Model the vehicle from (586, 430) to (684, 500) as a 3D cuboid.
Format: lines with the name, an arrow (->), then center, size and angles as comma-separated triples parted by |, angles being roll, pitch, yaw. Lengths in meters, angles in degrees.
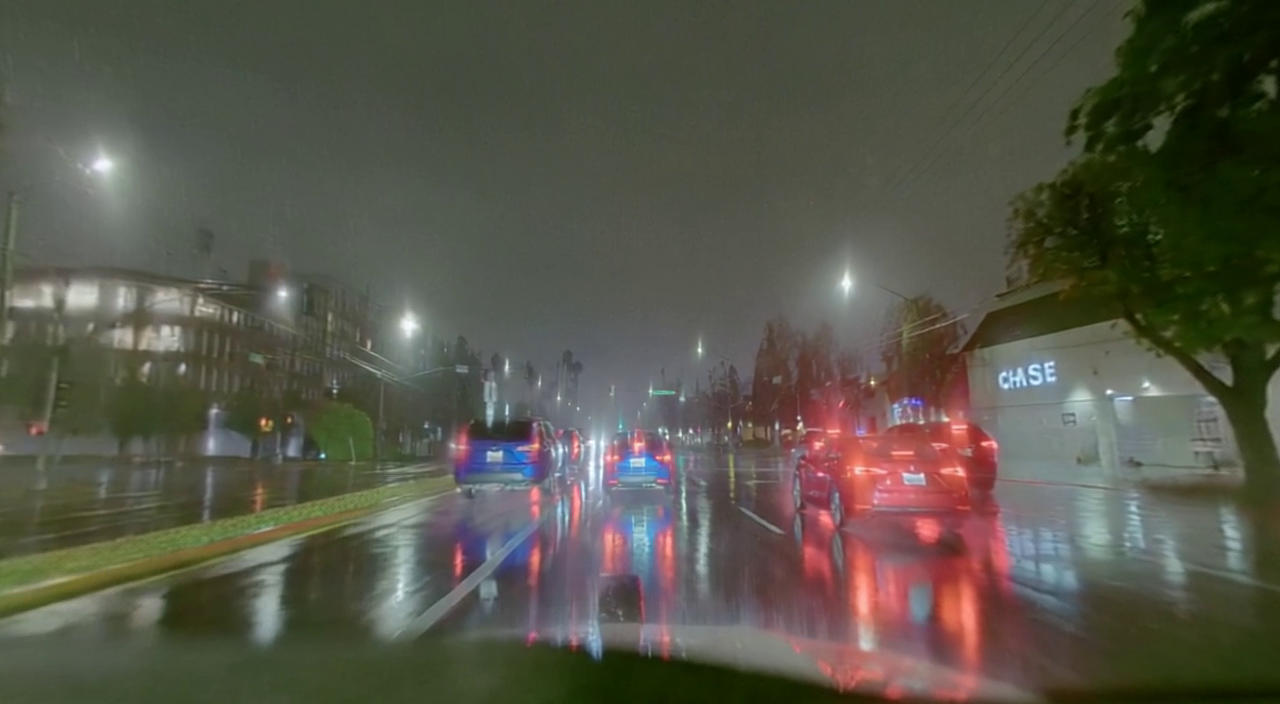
vehicle -> -0.131, 2.726, 15.627 | 2.097, 1.480, 4.006 | 0, -8, -1

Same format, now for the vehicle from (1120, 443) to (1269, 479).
vehicle -> 23.148, 4.562, 26.513 | 4.368, 1.448, 1.876 | -1, -8, 2

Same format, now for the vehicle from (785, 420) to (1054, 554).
vehicle -> 3.651, 1.837, 9.340 | 1.861, 1.473, 4.393 | 0, -8, -2

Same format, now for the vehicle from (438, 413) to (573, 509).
vehicle -> -2.842, 2.453, 14.610 | 2.064, 1.825, 4.760 | 0, -8, 0
